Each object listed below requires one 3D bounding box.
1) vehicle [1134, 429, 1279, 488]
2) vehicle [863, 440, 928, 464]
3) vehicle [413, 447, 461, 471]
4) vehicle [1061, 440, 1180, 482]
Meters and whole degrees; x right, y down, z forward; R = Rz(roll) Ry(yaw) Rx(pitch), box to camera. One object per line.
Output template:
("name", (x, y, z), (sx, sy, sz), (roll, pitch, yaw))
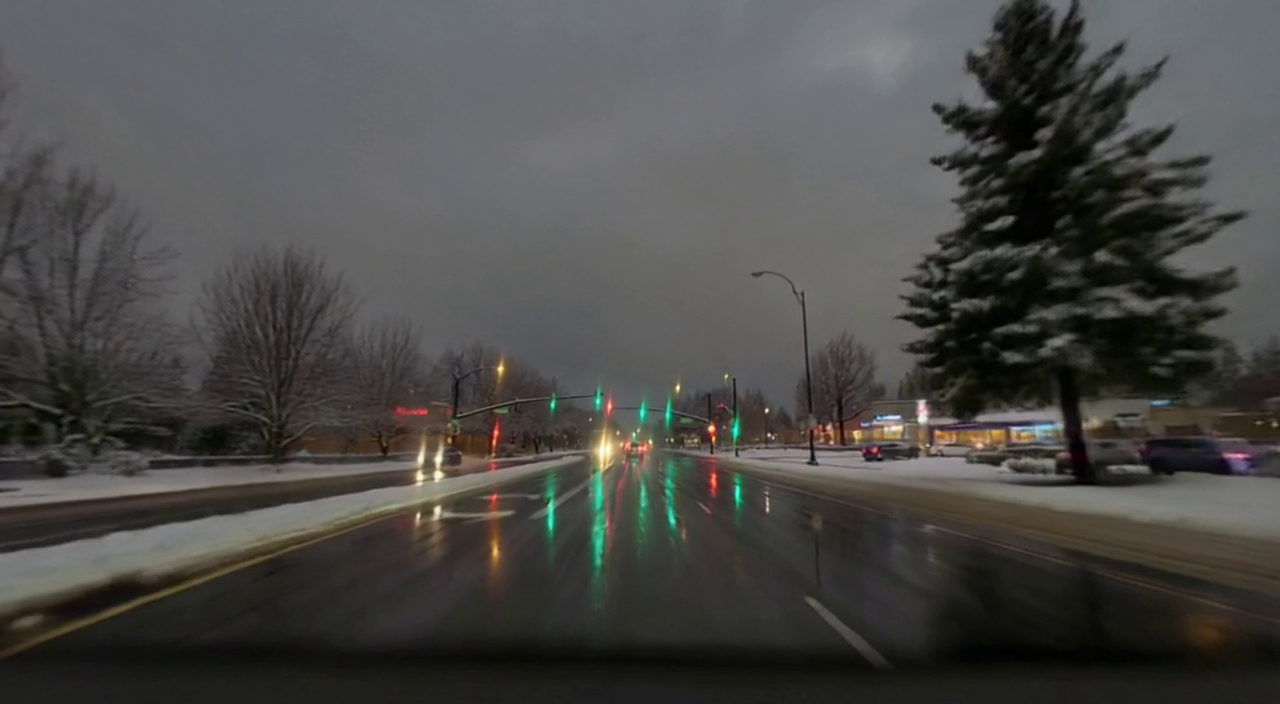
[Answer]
("vehicle", (20.416, 3.752, 22.449), (5.072, 1.887, 2.189), (4, -10, -24))
("vehicle", (19.217, 7.487, 47.408), (4.717, 1.714, 1.985), (5, -10, -30))
("vehicle", (-15.830, 8.371, 49.571), (2.102, 1.800, 4.849), (0, -9, 0))
("vehicle", (19.633, 4.401, 25.772), (4.632, 1.567, 1.960), (5, -10, -28))
